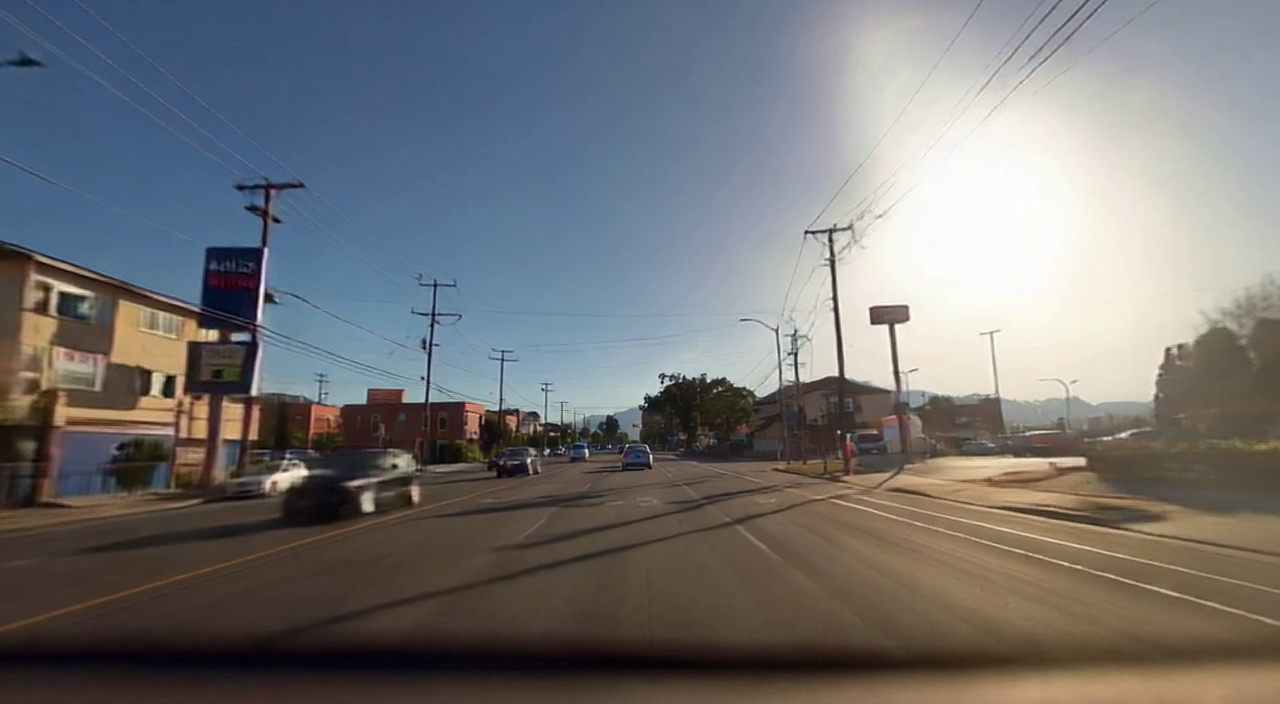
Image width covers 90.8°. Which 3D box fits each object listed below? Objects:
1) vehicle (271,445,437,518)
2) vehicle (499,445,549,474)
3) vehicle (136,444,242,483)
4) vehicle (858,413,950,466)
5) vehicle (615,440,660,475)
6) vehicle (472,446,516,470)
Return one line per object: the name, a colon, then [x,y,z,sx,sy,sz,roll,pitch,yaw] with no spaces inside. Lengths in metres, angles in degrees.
vehicle: [-6.520,2.950,15.014,1.930,1.450,4.234,0,-8,0]
vehicle: [-6.298,5.873,34.769,1.923,1.472,4.342,0,-8,0]
vehicle: [-20.881,5.140,29.517,1.911,1.663,4.115,0,-8,0]
vehicle: [13.937,4.707,33.903,2.449,2.564,5.877,0,-8,1]
vehicle: [-0.118,5.201,31.394,2.067,1.547,4.513,0,-8,0]
vehicle: [-9.972,7.215,43.396,2.073,1.533,4.020,0,-8,0]
